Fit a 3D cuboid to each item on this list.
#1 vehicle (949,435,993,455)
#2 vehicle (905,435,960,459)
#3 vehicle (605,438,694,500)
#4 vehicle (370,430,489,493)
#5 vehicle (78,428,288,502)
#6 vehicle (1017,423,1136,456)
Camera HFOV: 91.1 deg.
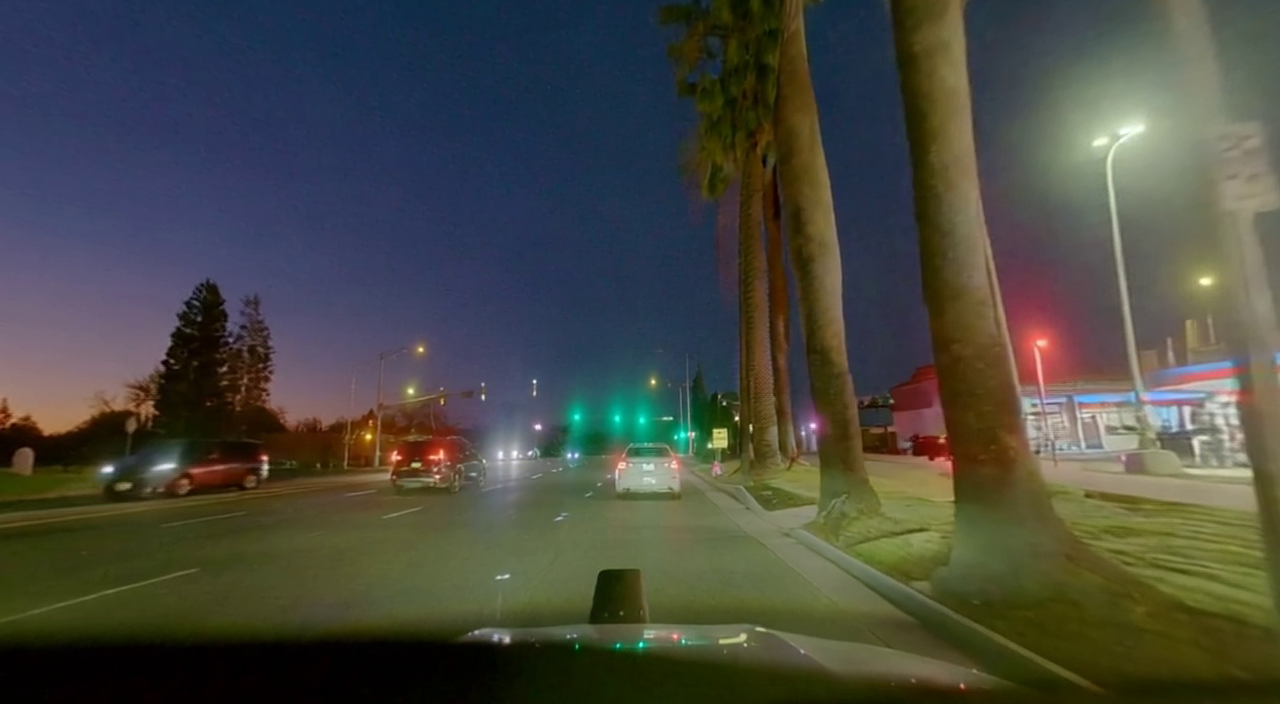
[{"bbox_3d":[25.795,7.216,48.831,1.781,1.477,4.202,-8,-12,44],"label":"vehicle"},{"bbox_3d":[20.168,6.545,43.192,4.471,1.501,1.952,9,-12,-44],"label":"vehicle"},{"bbox_3d":[0.290,3.152,17.396,2.145,1.483,4.453,0,-9,1],"label":"vehicle"},{"bbox_3d":[-6.306,3.339,19.434,2.057,1.705,4.394,0,-9,1],"label":"vehicle"},{"bbox_3d":[-12.971,3.243,18.456,2.128,1.818,5.441,0,-9,-1],"label":"vehicle"},{"bbox_3d":[26.317,5.307,37.952,5.769,1.925,2.364,2,-9,-10],"label":"vehicle"}]
